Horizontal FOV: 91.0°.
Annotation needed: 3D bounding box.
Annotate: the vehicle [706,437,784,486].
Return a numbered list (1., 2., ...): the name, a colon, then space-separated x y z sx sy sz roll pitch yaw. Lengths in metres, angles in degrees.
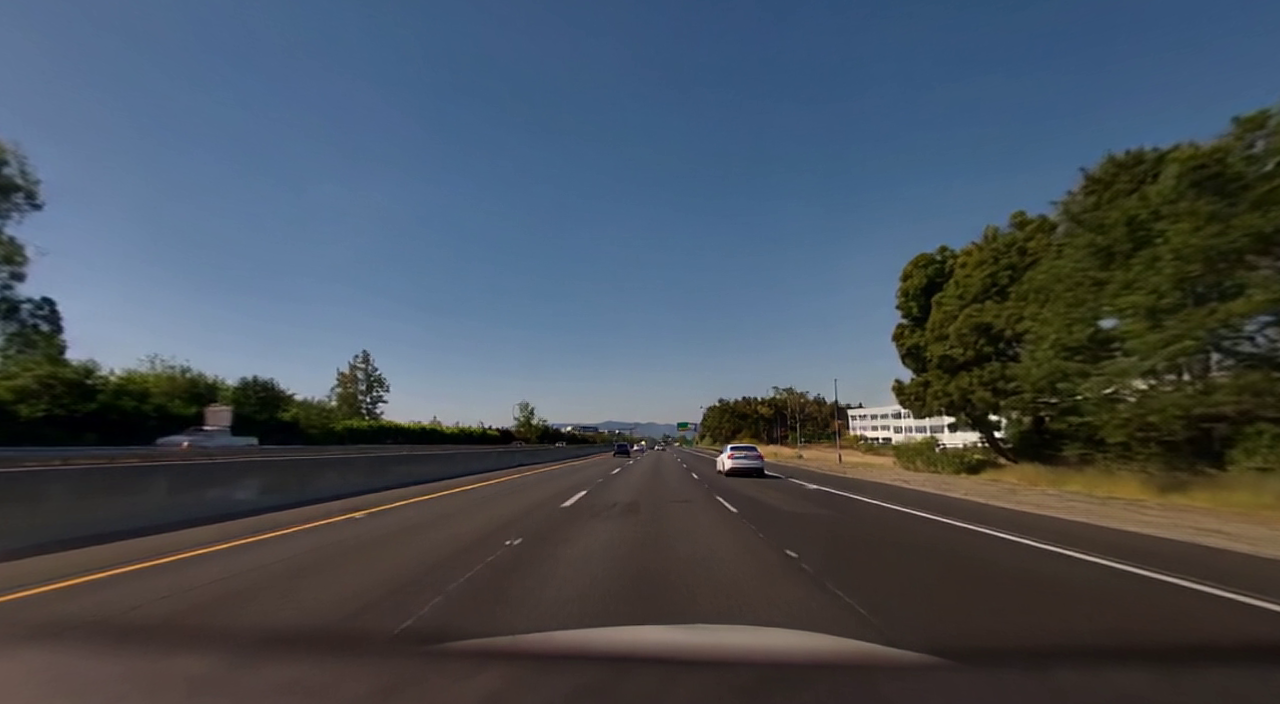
1. vehicle: 3.748 4.020 23.414 2.085 1.594 4.848 0 -9 0
